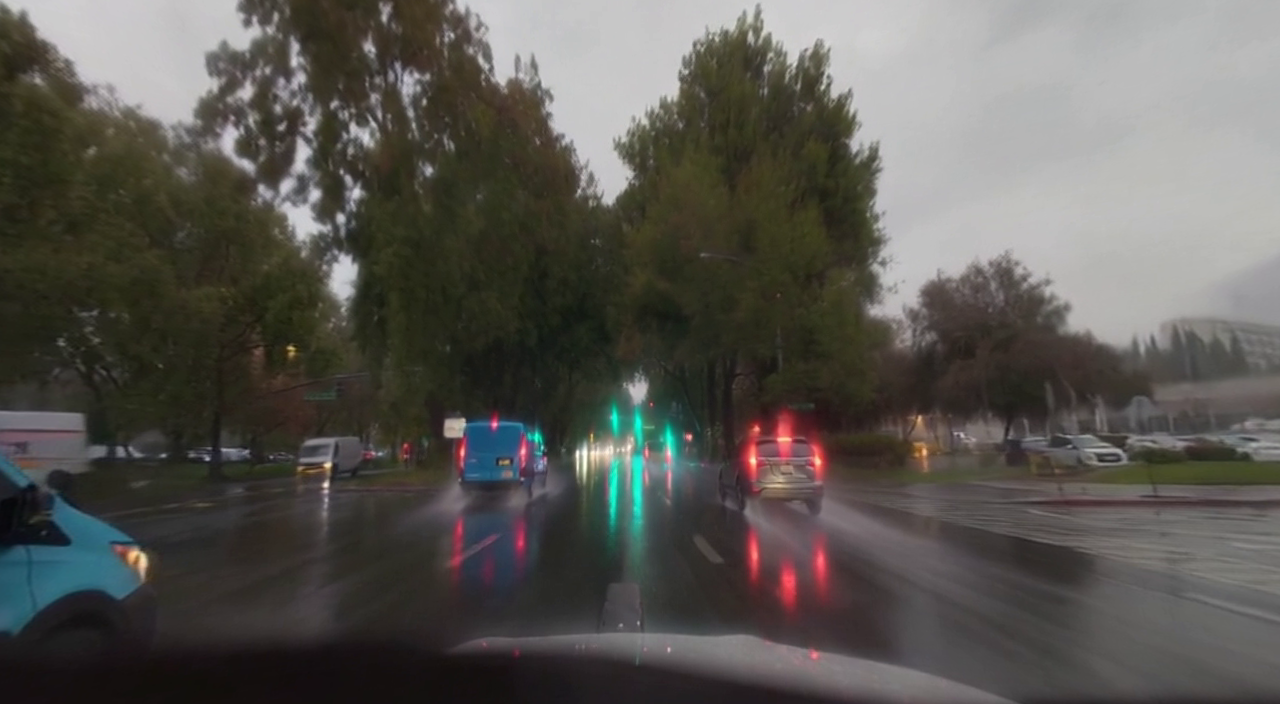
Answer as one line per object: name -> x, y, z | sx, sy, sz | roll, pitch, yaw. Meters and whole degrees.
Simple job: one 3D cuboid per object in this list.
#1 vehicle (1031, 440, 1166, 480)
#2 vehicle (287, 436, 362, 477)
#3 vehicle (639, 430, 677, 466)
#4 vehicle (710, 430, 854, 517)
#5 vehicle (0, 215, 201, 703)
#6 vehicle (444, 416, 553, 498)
vehicle -> 18.366, 4.310, 25.401 | 4.210, 1.480, 1.922 | 1, -9, -11
vehicle -> -23.873, 7.908, 48.168 | 2.408, 2.860, 6.627 | 0, -9, -2
vehicle -> 1.270, 7.229, 47.512 | 2.397, 2.566, 5.324 | 1, -9, -4
vehicle -> 2.991, 2.699, 14.528 | 2.087, 1.658, 4.612 | 0, -9, -2
vehicle -> -3.420, 0.318, 0.342 | 2.269, 2.190, 5.680 | 1, -8, -1
vehicle -> -4.222, 3.249, 19.765 | 2.420, 2.227, 4.499 | 0, -9, -1
